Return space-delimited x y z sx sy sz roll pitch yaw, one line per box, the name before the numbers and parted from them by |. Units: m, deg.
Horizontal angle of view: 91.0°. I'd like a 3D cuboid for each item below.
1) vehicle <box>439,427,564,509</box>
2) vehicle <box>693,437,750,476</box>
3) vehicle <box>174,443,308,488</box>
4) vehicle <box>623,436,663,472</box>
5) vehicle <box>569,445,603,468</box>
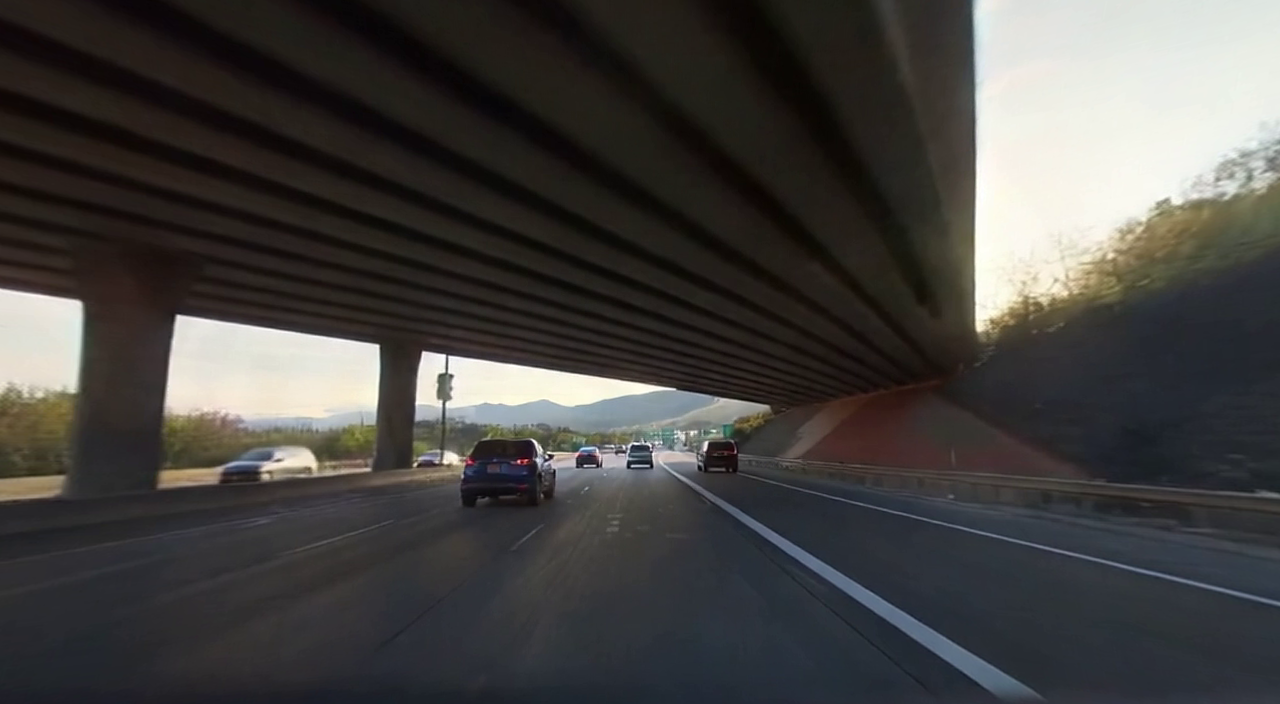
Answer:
vehicle | -3.264 2.857 15.905 2.089 1.751 4.515 0 -9 1
vehicle | 4.025 5.285 32.017 2.231 1.807 4.588 0 -9 -1
vehicle | -17.998 5.119 28.872 2.219 1.821 5.675 0 -9 2
vehicle | 0.144 5.847 36.333 2.155 1.909 4.529 0 -9 0
vehicle | -3.707 7.236 43.846 1.994 1.475 4.171 0 -9 0
